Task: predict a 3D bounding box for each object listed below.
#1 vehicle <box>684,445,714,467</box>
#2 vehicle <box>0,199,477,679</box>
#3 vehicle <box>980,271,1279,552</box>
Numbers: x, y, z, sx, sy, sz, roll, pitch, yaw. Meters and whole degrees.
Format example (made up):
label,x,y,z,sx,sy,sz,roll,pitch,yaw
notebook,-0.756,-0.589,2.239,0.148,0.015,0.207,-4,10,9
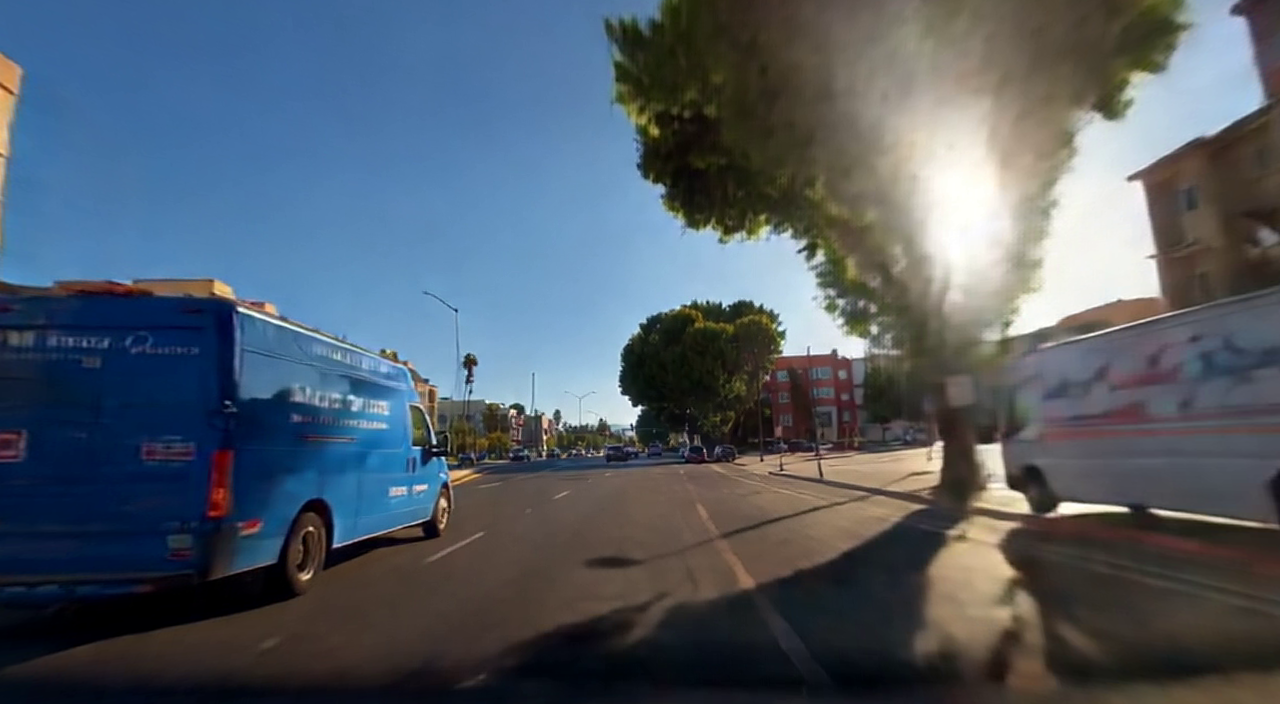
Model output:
label,x,y,z,sx,sy,sz,roll,pitch,yaw
vehicle,4.427,7.835,47.731,1.878,1.534,4.120,0,-8,0
vehicle,-4.351,1.016,7.681,2.763,2.974,7.562,0,-8,-1
vehicle,8.855,1.053,9.830,2.882,3.208,7.609,0,-8,1
